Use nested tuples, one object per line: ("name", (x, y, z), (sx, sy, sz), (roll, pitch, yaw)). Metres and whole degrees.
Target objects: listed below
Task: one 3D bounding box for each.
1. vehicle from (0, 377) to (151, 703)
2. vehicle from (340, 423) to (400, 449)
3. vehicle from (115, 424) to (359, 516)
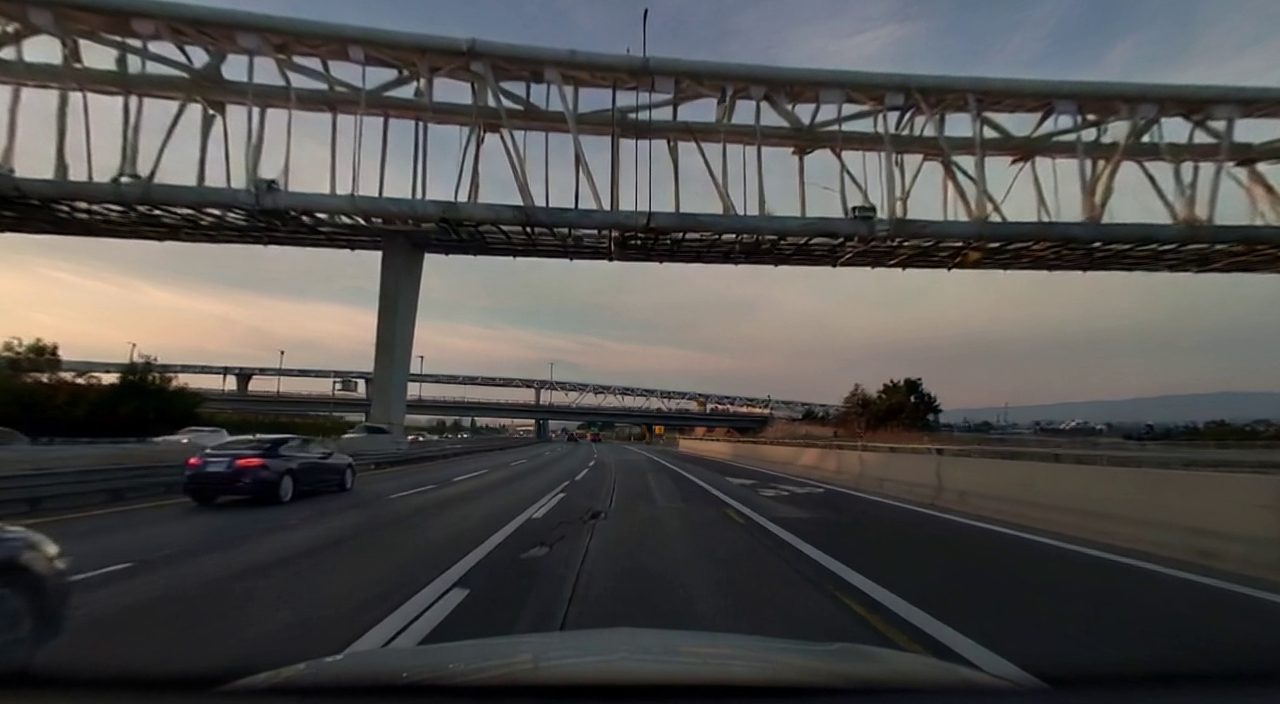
("vehicle", (-3.983, 0.704, 1.251), (2.123, 1.601, 4.887), (0, -8, -1))
("vehicle", (-16.718, 5.244, 39.169), (1.866, 1.519, 4.398), (0, -8, -2))
("vehicle", (-7.454, 2.191, 12.318), (1.979, 1.476, 4.324), (0, -8, -1))
